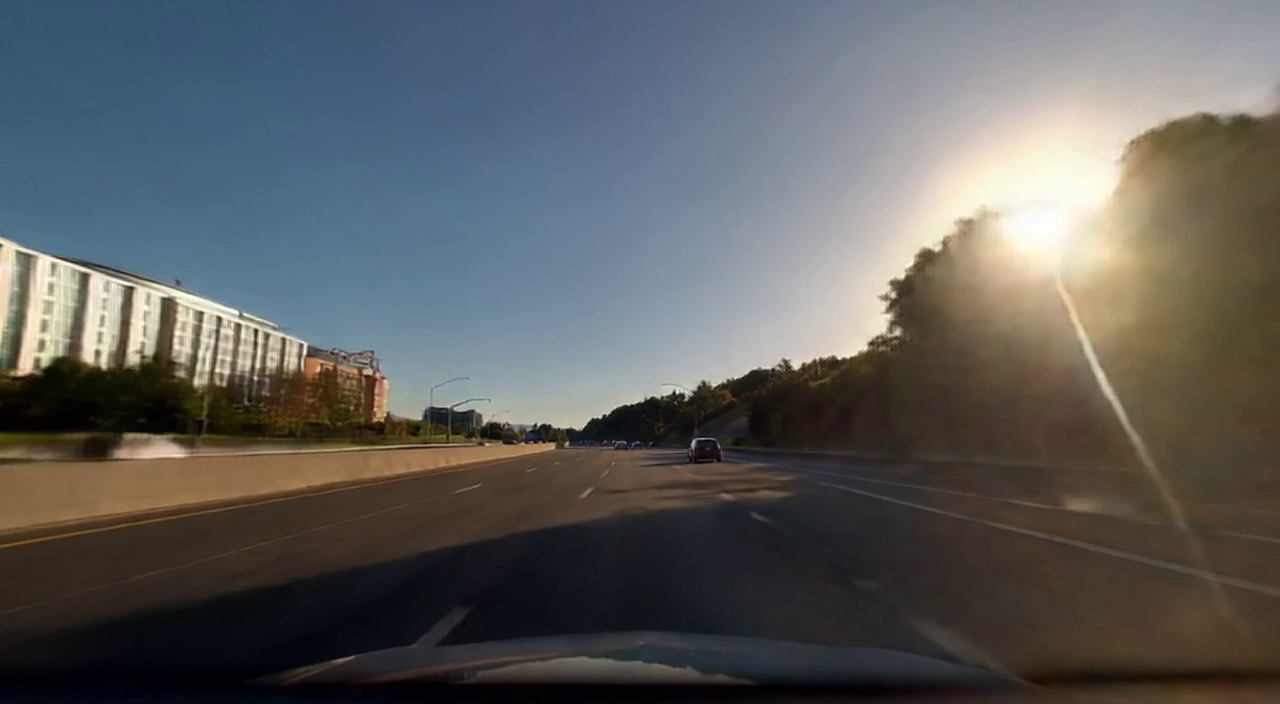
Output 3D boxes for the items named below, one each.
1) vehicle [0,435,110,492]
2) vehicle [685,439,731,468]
[{"bbox_3d":[-19.504,3.453,19.708,1.939,1.625,4.523,0,-8,-1],"label":"vehicle"},{"bbox_3d":[3.626,5.529,34.446,1.926,1.477,4.025,0,-8,-2],"label":"vehicle"}]
